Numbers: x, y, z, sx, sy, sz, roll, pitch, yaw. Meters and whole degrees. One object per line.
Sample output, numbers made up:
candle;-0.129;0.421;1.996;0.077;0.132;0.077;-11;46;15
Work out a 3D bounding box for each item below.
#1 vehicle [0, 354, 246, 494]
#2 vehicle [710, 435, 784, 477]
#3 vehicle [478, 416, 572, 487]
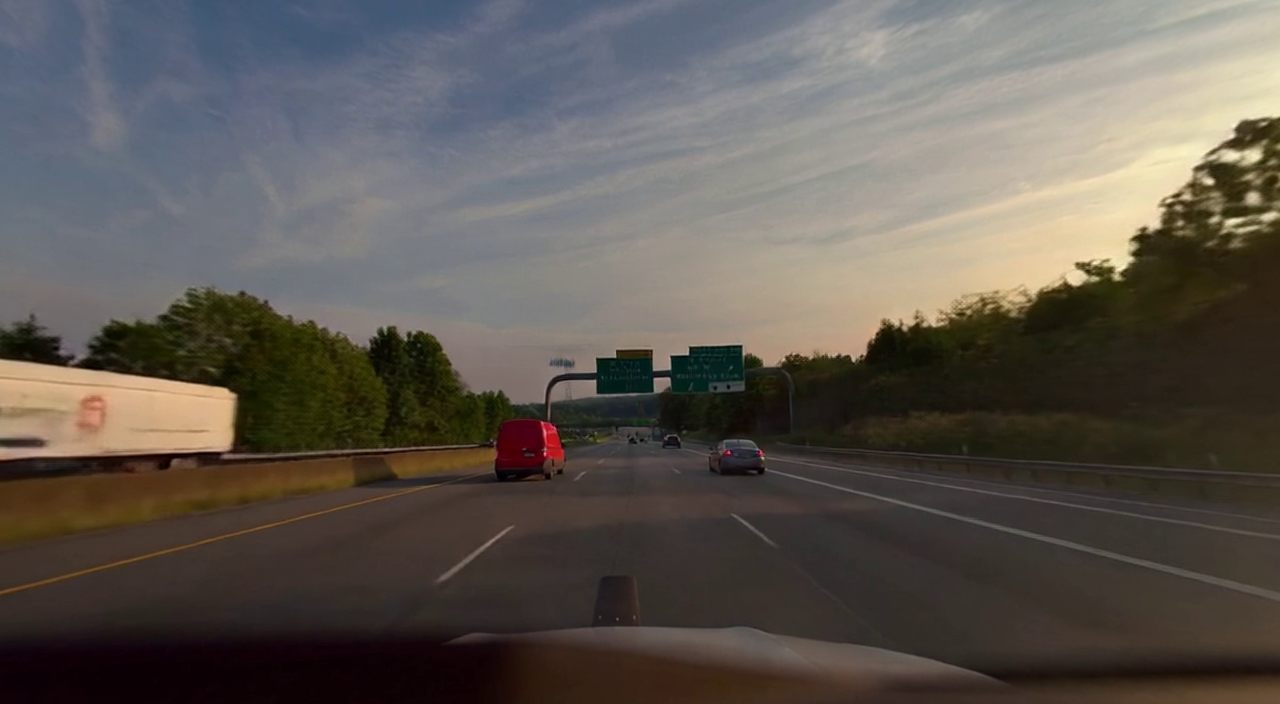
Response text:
vehicle;-20.128;2.691;22.694;2.875;4.040;14.321;0;-8;-1
vehicle;3.963;3.898;23.963;2.020;1.464;3.803;0;-8;-2
vehicle;-3.619;3.224;20.907;2.275;2.053;5.082;0;-8;-2
